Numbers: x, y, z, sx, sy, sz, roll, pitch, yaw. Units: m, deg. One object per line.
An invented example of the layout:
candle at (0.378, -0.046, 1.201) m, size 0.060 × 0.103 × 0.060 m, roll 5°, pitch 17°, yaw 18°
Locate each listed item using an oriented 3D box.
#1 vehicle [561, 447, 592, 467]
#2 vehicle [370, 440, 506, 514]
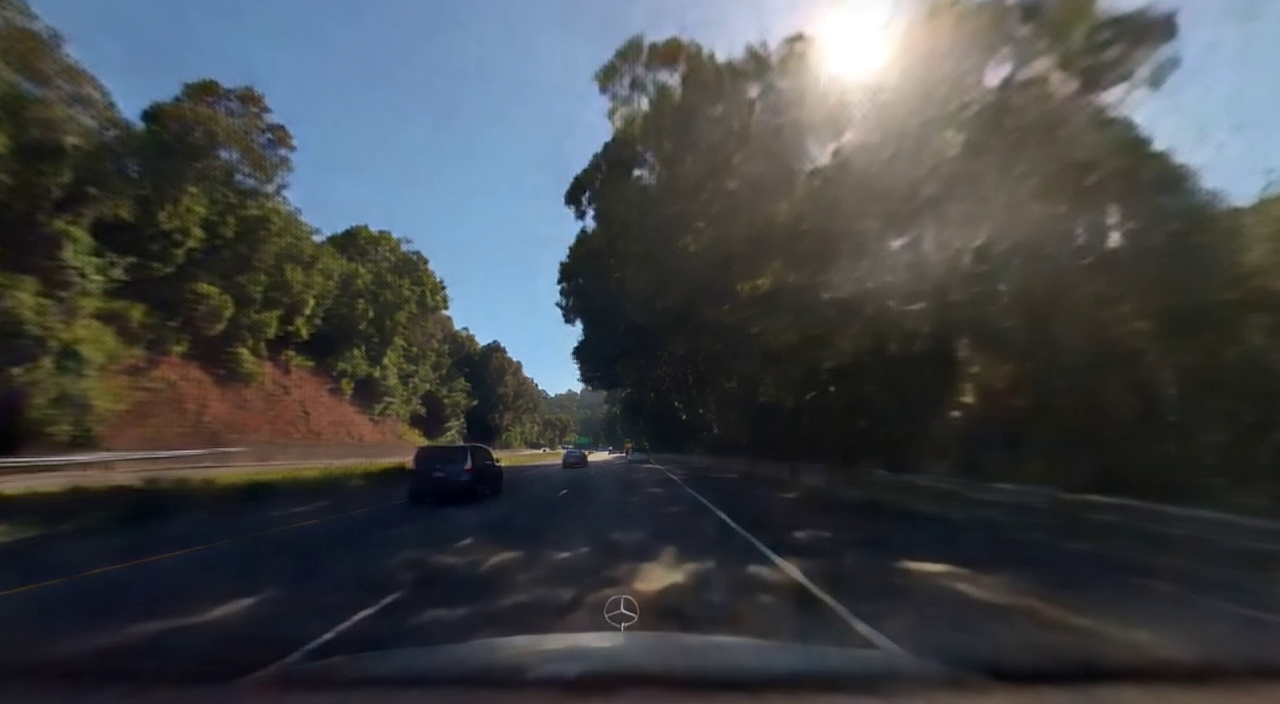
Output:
vehicle at (-4.906, 8.175, 49.228) m, size 2.052 × 1.468 × 4.390 m, roll 0°, pitch -8°, yaw 0°
vehicle at (-4.615, 2.894, 15.169) m, size 1.838 × 1.508 × 4.317 m, roll 0°, pitch -8°, yaw 0°
